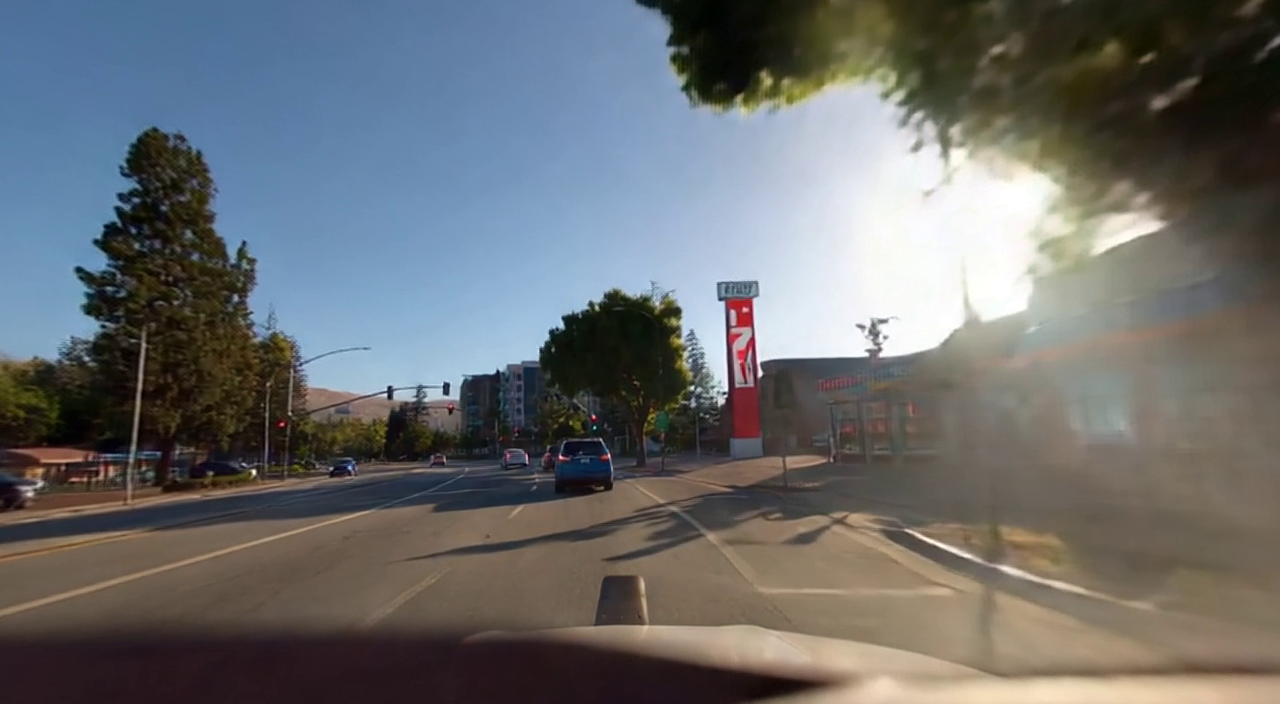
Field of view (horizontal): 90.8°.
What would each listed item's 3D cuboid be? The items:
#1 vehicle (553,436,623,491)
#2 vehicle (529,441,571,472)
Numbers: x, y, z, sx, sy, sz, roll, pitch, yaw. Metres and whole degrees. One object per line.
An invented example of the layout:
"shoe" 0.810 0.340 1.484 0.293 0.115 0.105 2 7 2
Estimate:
"vehicle" -1.910 3.903 22.391 2.227 1.733 3.930 1 -9 -7
"vehicle" -6.097 7.010 42.430 2.067 1.947 4.628 3 -9 -16
